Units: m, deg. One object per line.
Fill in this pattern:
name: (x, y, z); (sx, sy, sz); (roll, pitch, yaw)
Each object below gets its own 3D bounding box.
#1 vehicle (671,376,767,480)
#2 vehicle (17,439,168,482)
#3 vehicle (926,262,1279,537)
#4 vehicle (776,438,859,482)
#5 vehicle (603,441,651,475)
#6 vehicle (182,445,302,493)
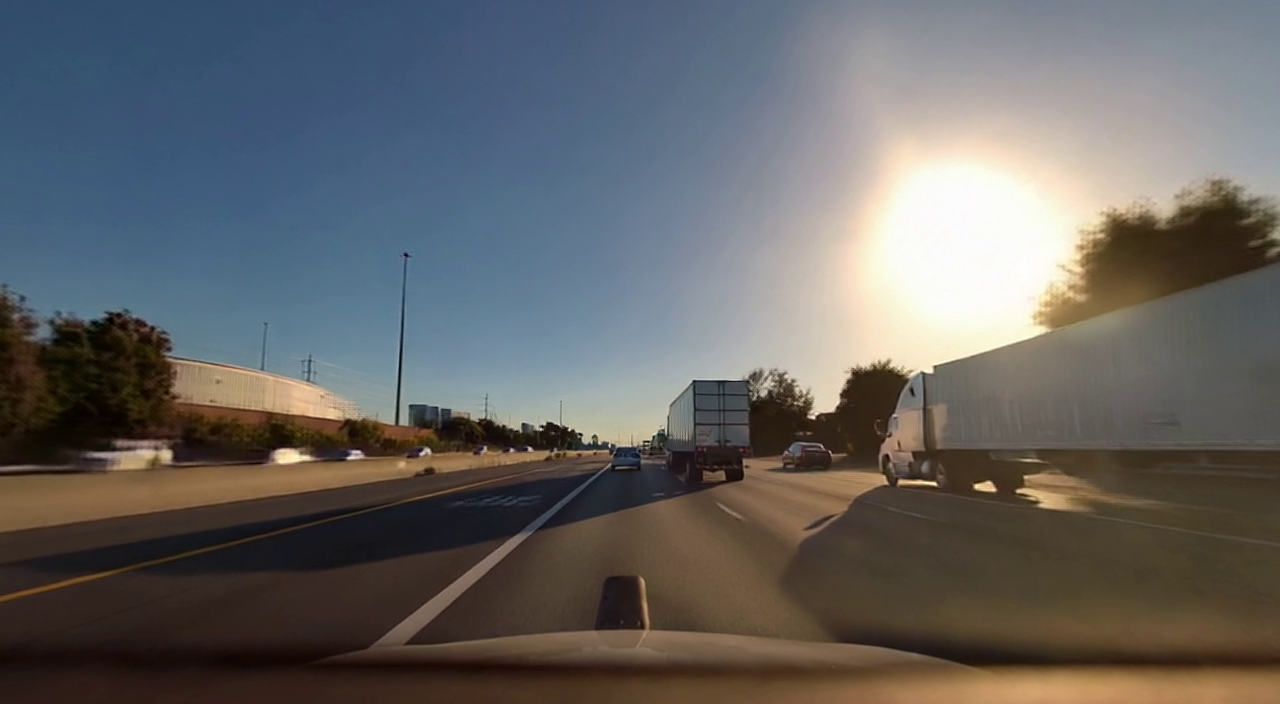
vehicle: (3.406, 3.805, 30.503); (2.999, 4.127, 10.526); (0, -9, -1)
vehicle: (-24.163, 4.808, 28.252); (2.107, 1.725, 5.187); (0, -9, -1)
vehicle: (11.241, 1.197, 12.714); (2.898, 4.171, 17.188); (0, -9, 0)
vehicle: (7.355, 4.502, 26.629); (2.154, 1.658, 4.347); (0, -9, -1)
vehicle: (-0.614, 5.109, 30.650); (2.163, 1.551, 4.180); (0, -9, -1)
vehicle: (-12.904, 3.780, 20.746); (1.595, 1.414, 3.486); (0, -9, 1)
